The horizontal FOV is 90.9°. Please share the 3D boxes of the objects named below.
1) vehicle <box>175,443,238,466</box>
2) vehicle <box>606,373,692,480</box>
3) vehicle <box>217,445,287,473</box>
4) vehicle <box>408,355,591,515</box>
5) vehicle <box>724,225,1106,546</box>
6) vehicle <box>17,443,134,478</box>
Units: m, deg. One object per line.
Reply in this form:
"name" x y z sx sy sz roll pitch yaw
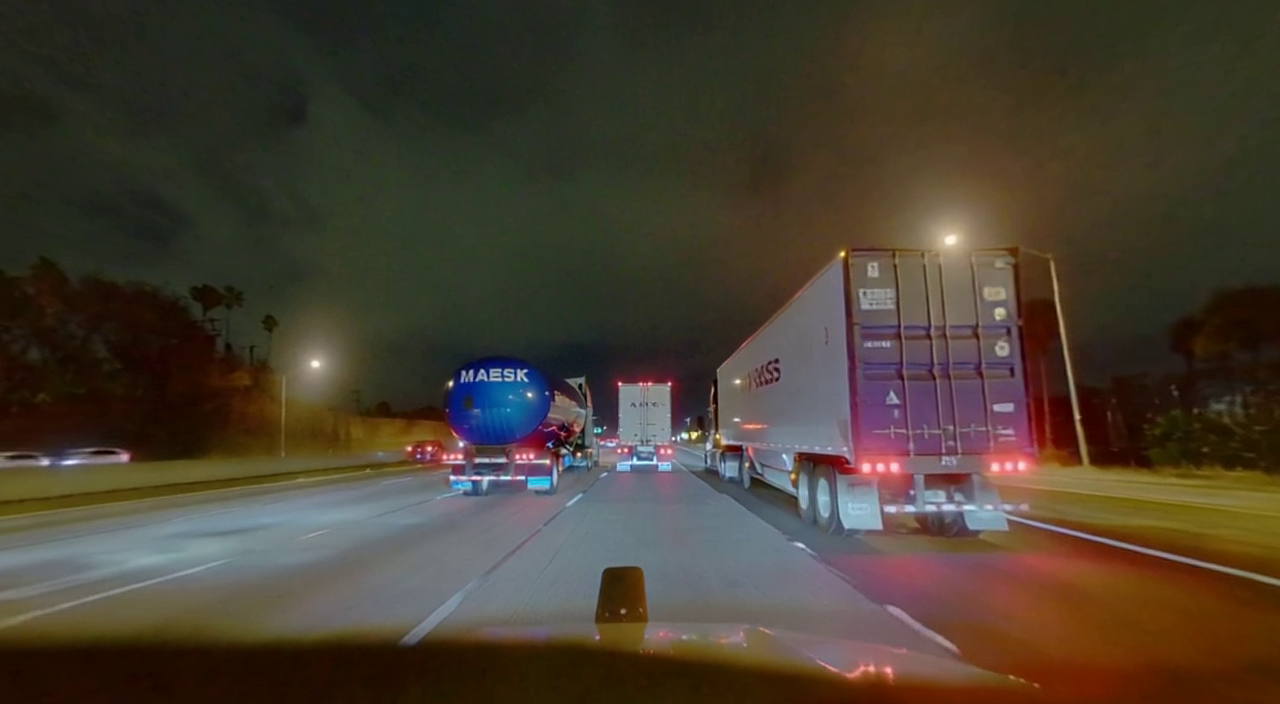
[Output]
"vehicle" -27.353 6.487 39.906 1.523 1.373 3.357 0 -8 1
"vehicle" 0.399 4.033 32.064 3.097 3.856 18.209 0 -8 0
"vehicle" -20.114 5.511 32.828 1.457 1.354 3.284 0 -8 2
"vehicle" -3.270 2.468 18.370 2.786 3.228 11.082 0 -8 0
"vehicle" 4.450 1.410 15.420 2.887 4.178 14.553 0 -8 0
"vehicle" -31.118 5.970 34.997 2.155 1.780 4.716 0 -8 -1
